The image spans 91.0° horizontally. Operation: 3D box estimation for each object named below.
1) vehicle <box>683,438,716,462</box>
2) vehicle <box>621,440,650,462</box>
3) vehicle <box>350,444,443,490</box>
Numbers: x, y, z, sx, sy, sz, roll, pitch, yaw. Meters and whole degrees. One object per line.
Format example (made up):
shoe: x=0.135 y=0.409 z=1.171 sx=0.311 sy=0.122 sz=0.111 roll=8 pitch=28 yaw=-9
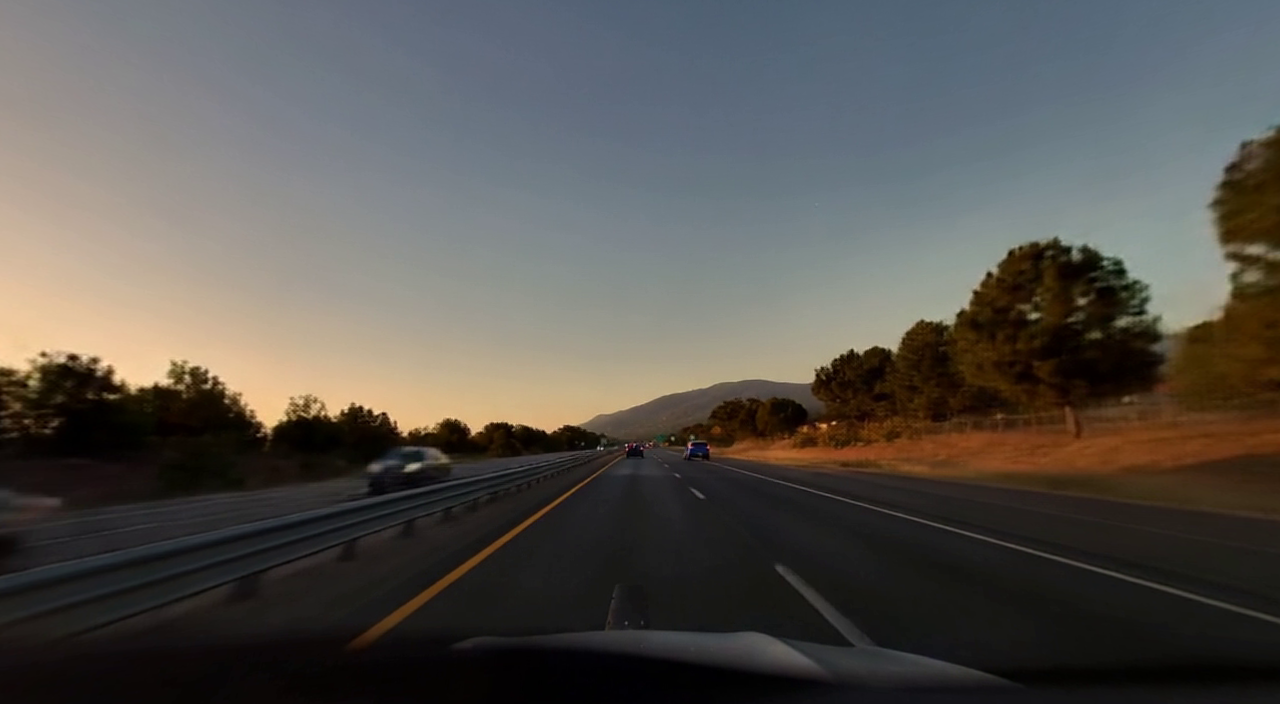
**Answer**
vehicle: x=4.235 y=7.061 z=45.372 sx=2.037 sy=1.609 sz=4.036 roll=0 pitch=-8 yaw=0
vehicle: x=-0.276 y=7.270 z=46.307 sx=2.009 sy=1.554 sz=4.013 roll=0 pitch=-8 yaw=1
vehicle: x=-9.244 y=4.361 z=24.261 sx=1.923 sy=1.573 sz=4.250 roll=0 pitch=-8 yaw=-1
